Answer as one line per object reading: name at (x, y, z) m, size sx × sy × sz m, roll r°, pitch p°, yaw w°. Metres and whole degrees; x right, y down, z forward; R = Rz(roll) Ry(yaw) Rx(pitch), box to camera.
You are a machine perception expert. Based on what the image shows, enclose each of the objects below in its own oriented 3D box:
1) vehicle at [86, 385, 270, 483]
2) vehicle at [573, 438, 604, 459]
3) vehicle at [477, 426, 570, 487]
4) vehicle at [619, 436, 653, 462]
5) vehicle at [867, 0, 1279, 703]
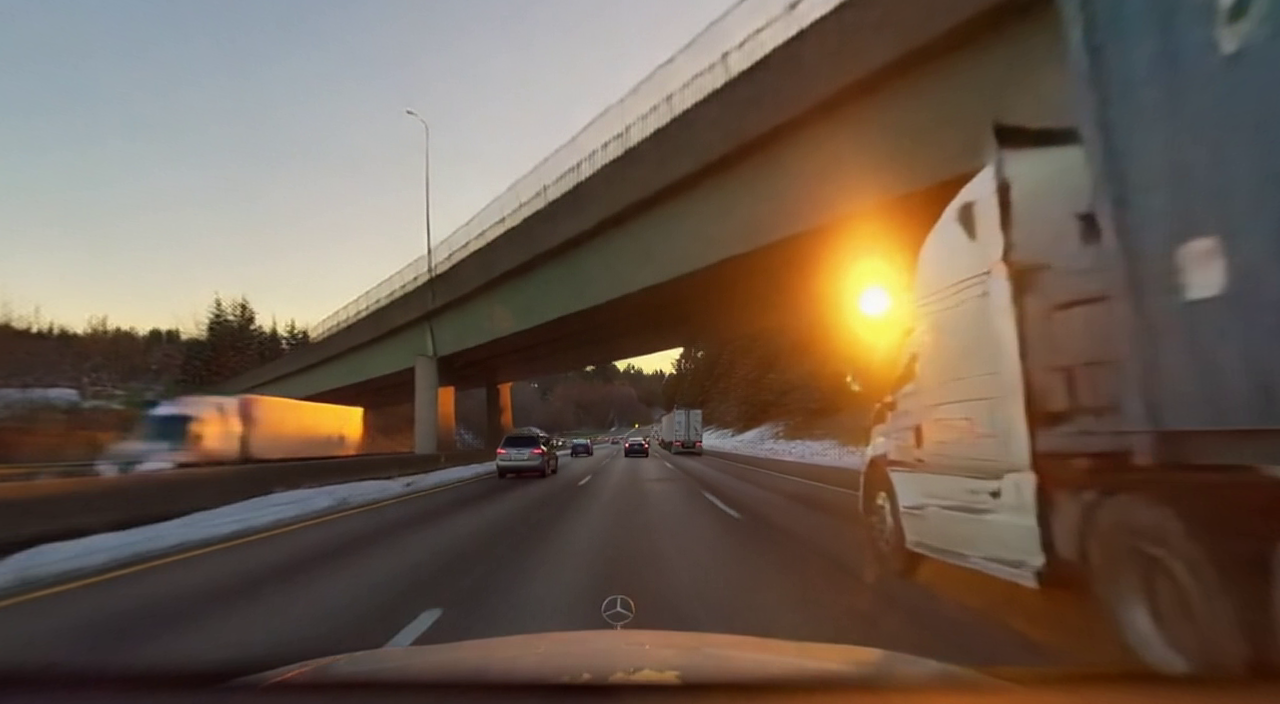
vehicle at (-19.690, 3.585, 27.482) m, size 2.909 × 3.719 × 6.646 m, roll 1°, pitch -8°, yaw -1°
vehicle at (-3.877, 7.382, 48.076) m, size 2.021 × 1.514 × 4.190 m, roll 0°, pitch -8°, yaw 0°
vehicle at (-3.475, 3.207, 19.712) m, size 2.054 × 1.671 × 4.445 m, roll 0°, pitch -8°, yaw 0°
vehicle at (-0.318, 6.276, 40.701) m, size 2.088 × 1.567 × 4.240 m, roll 0°, pitch -8°, yaw -1°
vehicle at (3.787, -0.235, 2.869) m, size 3.009 × 3.673 × 6.099 m, roll 1°, pitch -7°, yaw -2°
